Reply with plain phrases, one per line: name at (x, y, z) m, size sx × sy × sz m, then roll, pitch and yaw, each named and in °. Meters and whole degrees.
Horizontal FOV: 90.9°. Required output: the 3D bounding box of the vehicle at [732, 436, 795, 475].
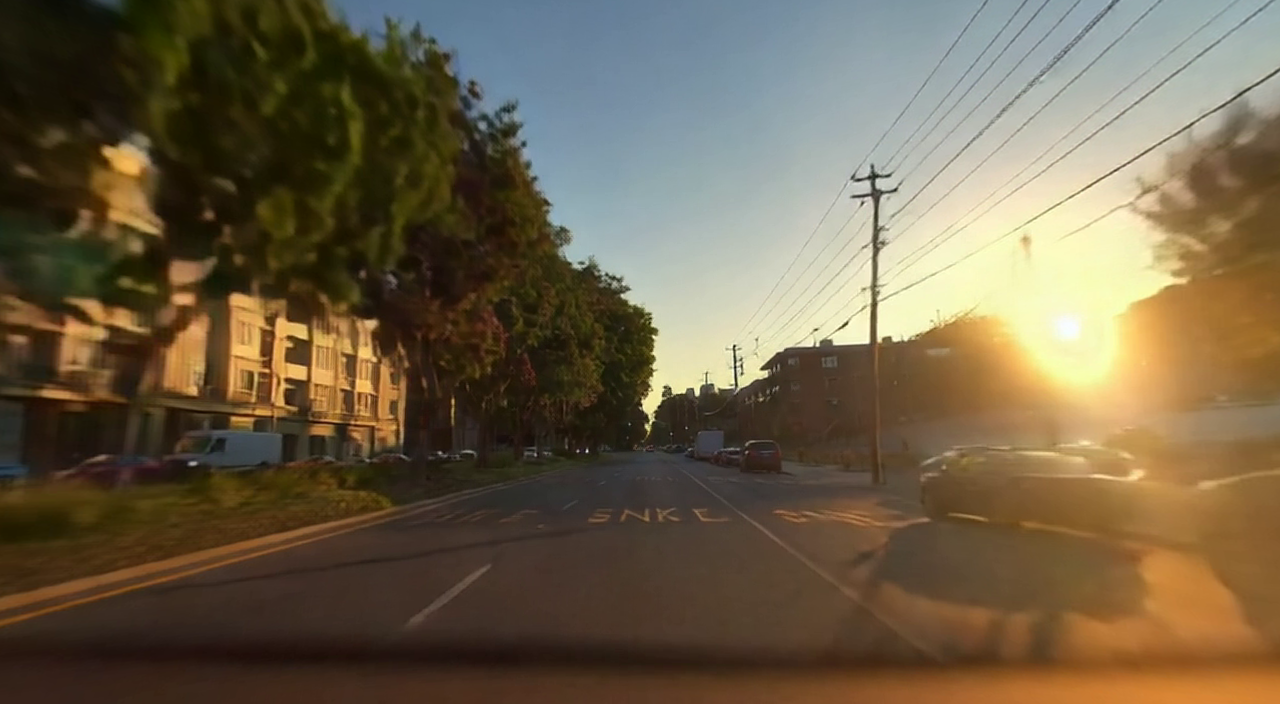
vehicle at (7.176, 6.101, 37.432) m, size 2.563 × 2.090 × 6.077 m, roll 0°, pitch -8°, yaw 0°

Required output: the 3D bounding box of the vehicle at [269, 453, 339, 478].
vehicle at (-22.151, 7.466, 41.797) m, size 1.877 × 1.473 × 4.892 m, roll 0°, pitch -8°, yaw 0°

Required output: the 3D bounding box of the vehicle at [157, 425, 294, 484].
vehicle at (-22.250, 5.531, 34.432) m, size 2.397 × 2.865 × 7.296 m, roll 0°, pitch -8°, yaw 1°

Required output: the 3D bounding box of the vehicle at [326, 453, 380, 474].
vehicle at (-21.935, 8.530, 48.387) m, size 1.907 × 1.404 × 4.413 m, roll -2°, pitch -8°, yaw 3°

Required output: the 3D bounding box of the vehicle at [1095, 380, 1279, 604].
vehicle at (6.916, 1.135, 4.818) m, size 2.197 × 2.019 × 6.225 m, roll 0°, pitch -8°, yaw 0°

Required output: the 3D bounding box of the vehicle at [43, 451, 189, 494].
vehicle at (-22.187, 5.089, 27.020) m, size 2.004 × 1.586 × 4.962 m, roll 0°, pitch -8°, yaw 0°

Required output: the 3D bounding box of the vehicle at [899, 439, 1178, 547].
vehicle at (6.834, 2.424, 11.652) m, size 2.109 × 1.567 × 4.626 m, roll 0°, pitch -8°, yaw 0°
